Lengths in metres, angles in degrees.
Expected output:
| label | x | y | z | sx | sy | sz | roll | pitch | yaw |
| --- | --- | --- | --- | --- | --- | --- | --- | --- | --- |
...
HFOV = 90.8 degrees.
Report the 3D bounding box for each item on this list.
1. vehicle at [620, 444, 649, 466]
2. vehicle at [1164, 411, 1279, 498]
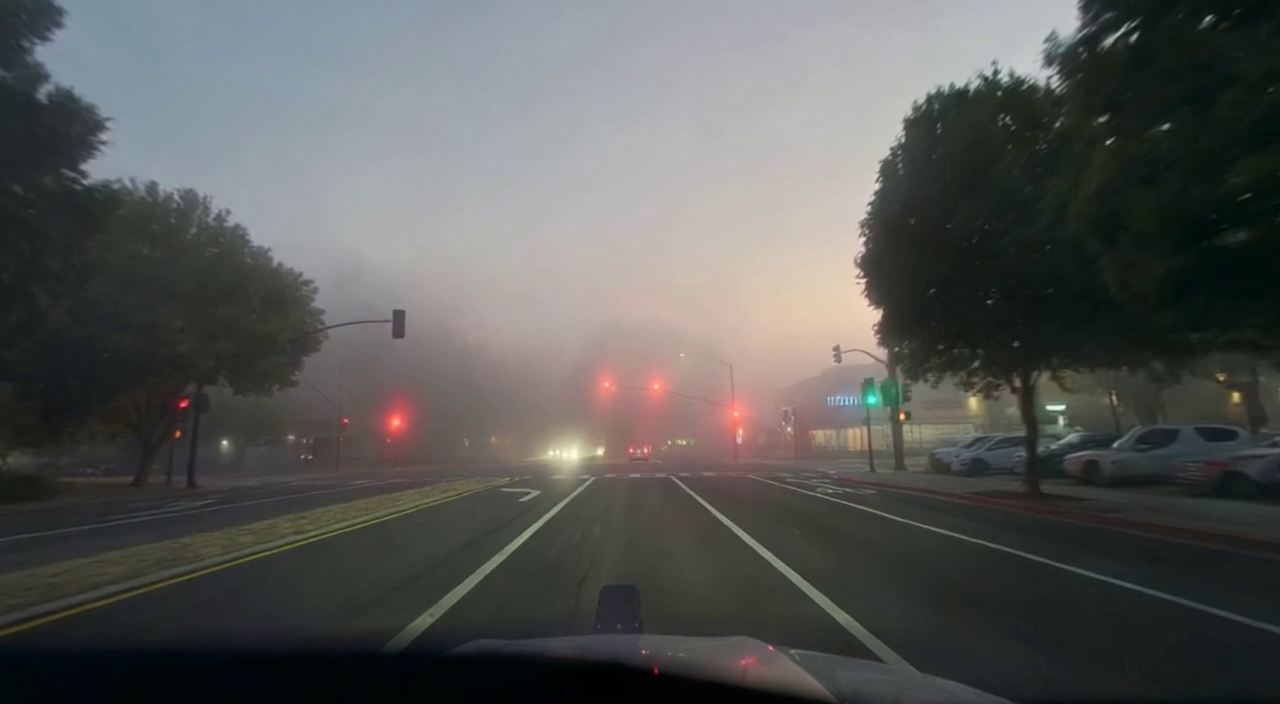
| label | x | y | z | sx | sy | sz | roll | pitch | yaw |
| --- | --- | --- | --- | --- | --- | --- | --- | --- | --- |
| vehicle | -0.422 | 7.575 | 46.526 | 2.045 | 1.510 | 3.690 | 0 | -9 | -1 |
| vehicle | 13.817 | 1.980 | 12.292 | 5.008 | 1.603 | 2.082 | -3 | -9 | 17 |
